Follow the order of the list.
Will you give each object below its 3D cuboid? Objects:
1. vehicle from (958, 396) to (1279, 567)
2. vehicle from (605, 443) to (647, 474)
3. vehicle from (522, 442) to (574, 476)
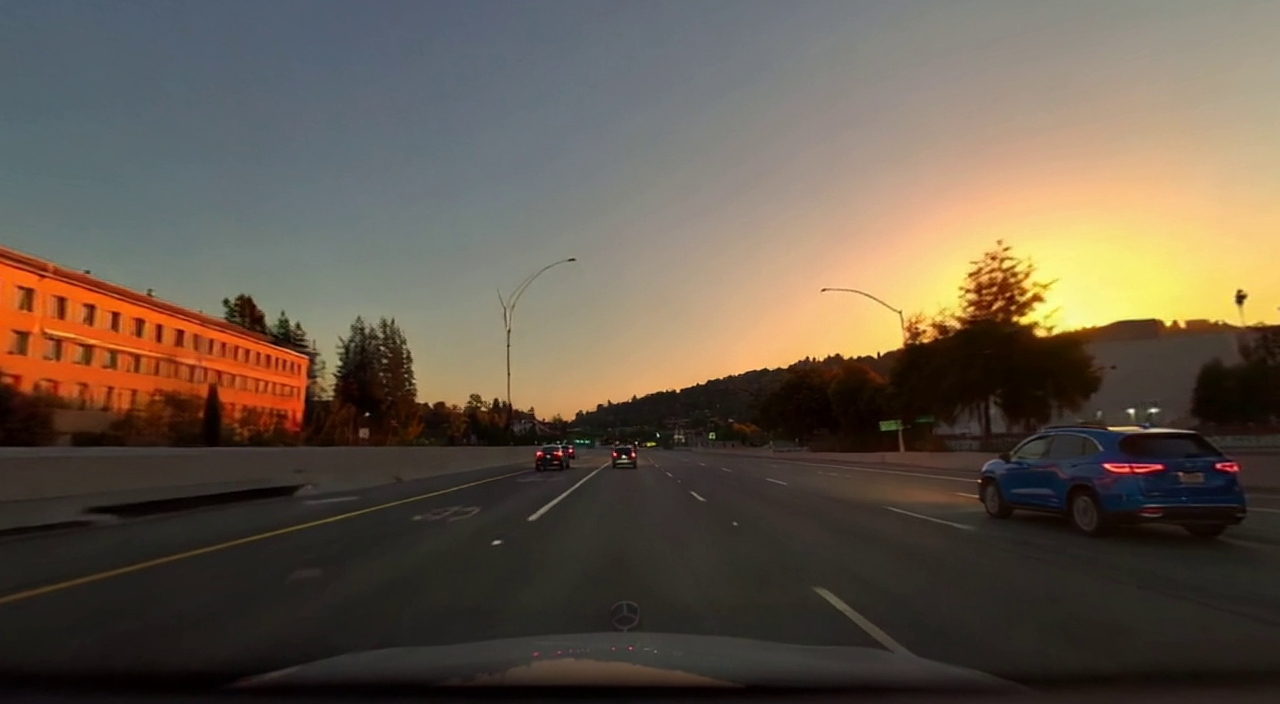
[{"bbox_3d":[6.955,1.731,9.185,2.028,1.801,4.741,0,-9,-2],"label":"vehicle"},{"bbox_3d":[-0.745,5.442,32.464,1.997,1.485,4.094,0,-9,-2],"label":"vehicle"},{"bbox_3d":[-4.358,5.130,30.578,1.886,1.465,4.625,0,-9,0],"label":"vehicle"}]
